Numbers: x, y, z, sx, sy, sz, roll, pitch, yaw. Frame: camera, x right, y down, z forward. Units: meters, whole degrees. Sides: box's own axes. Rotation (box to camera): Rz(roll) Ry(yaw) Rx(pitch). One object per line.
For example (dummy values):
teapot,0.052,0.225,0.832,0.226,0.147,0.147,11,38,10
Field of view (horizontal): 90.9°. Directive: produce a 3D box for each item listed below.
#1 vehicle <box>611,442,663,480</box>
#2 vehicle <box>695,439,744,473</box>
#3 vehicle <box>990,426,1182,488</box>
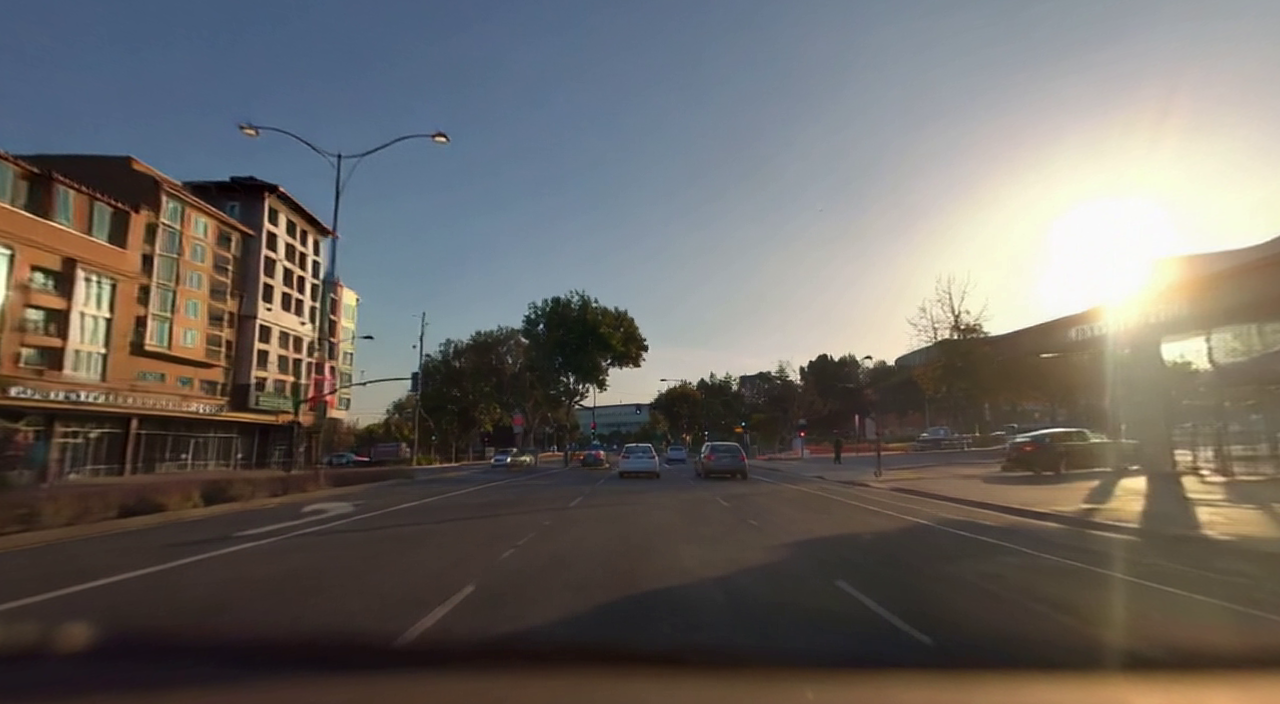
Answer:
vehicle,-0.120,4.687,27.415,2.059,1.477,3.988,0,-9,0
vehicle,4.197,5.559,33.893,2.007,1.683,4.171,0,-9,-2
vehicle,14.640,3.454,20.904,4.775,1.728,1.996,-2,-9,-1
